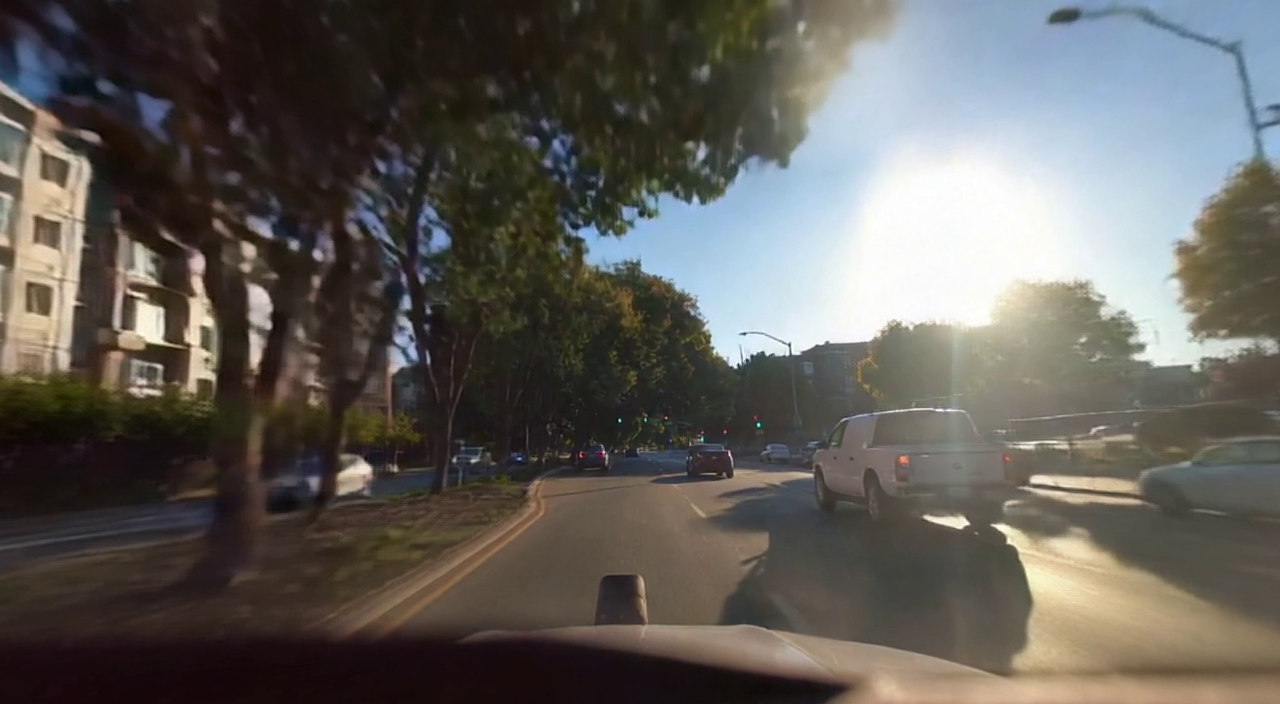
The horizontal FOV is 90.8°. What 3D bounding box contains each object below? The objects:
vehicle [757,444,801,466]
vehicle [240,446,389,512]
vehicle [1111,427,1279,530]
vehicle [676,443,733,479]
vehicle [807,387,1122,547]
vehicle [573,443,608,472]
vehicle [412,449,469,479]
[{"bbox_3d":[10.002,7.446,45.688,2.014,1.480,4.783,0,-9,-1],"label":"vehicle"},{"bbox_3d":[-9.077,3.546,18.121,1.941,1.639,4.293,0,-9,0],"label":"vehicle"},{"bbox_3d":[10.240,1.987,10.113,1.865,1.478,4.599,0,-9,0],"label":"vehicle"},{"bbox_3d":[2.830,4.908,28.651,2.003,1.480,4.494,0,-9,-1],"label":"vehicle"},{"bbox_3d":[4.872,1.889,10.946,2.427,2.017,5.763,0,-9,1],"label":"vehicle"},{"bbox_3d":[-3.100,6.699,40.382,2.065,1.716,4.265,0,-9,-3],"label":"vehicle"},{"bbox_3d":[-12.077,6.796,38.614,2.027,1.736,4.694,0,-9,-1],"label":"vehicle"}]
